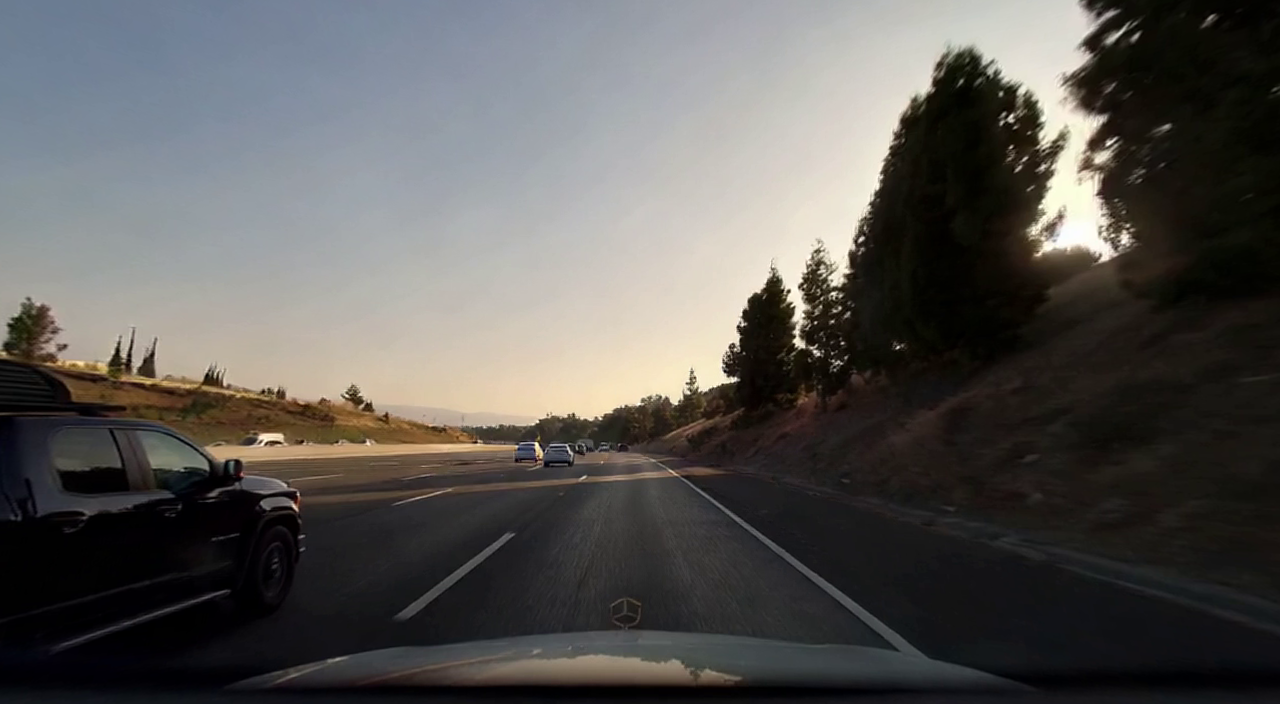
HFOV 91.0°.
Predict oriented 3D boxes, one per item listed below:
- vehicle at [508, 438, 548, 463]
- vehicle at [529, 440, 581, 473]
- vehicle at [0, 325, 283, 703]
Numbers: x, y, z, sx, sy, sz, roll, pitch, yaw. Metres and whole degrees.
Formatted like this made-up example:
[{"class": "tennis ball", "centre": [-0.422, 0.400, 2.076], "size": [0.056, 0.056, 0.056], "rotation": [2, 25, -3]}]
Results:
[{"class": "vehicle", "centre": [-8.342, 7.396, 47.294], "size": [2.186, 1.800, 4.760], "rotation": [0, -9, 0]}, {"class": "vehicle", "centre": [-4.197, 5.251, 31.842], "size": [2.012, 1.509, 4.359], "rotation": [0, -9, 0]}, {"class": "vehicle", "centre": [-3.822, 0.717, 2.143], "size": [2.200, 1.807, 5.041], "rotation": [0, -9, 1]}]
